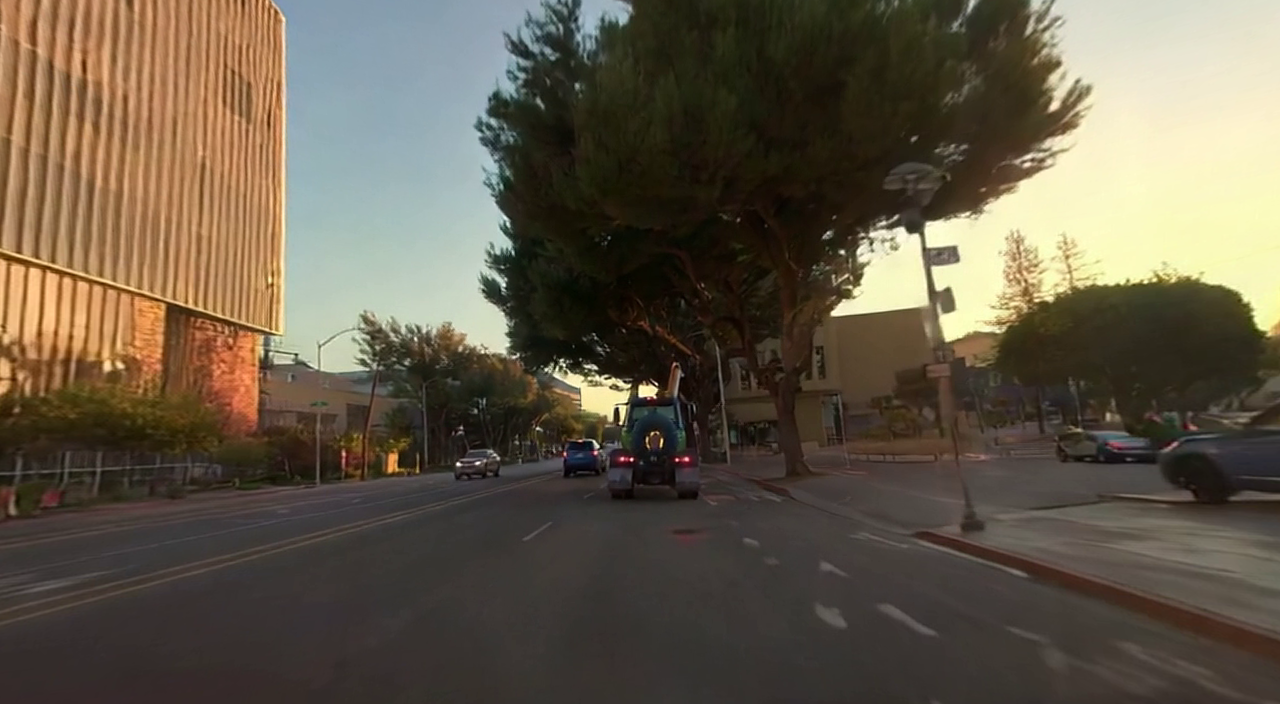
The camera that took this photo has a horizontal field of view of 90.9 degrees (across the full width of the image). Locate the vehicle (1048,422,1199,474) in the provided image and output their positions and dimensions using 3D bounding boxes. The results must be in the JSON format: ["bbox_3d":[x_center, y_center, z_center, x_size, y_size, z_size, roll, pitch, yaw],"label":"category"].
[{"bbox_3d":[16.987,3.404,22.428,1.845,1.593,3.941,-2,-8,-8],"label":"vehicle"}]

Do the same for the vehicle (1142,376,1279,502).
[{"bbox_3d":[10.265,1.158,8.761,2.186,1.783,4.716,-1,-8,-9],"label":"vehicle"}]

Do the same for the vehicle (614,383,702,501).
[{"bbox_3d":[0.475,3.535,24.559,2.552,3.461,11.044,-2,-9,-1],"label":"vehicle"}]

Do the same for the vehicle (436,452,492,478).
[{"bbox_3d":[-11.027,7.055,39.785,1.939,1.496,4.678,-1,-9,3],"label":"vehicle"}]

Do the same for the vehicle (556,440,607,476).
[{"bbox_3d":[-2.880,5.366,32.064,2.081,1.688,4.235,0,-9,2],"label":"vehicle"}]
